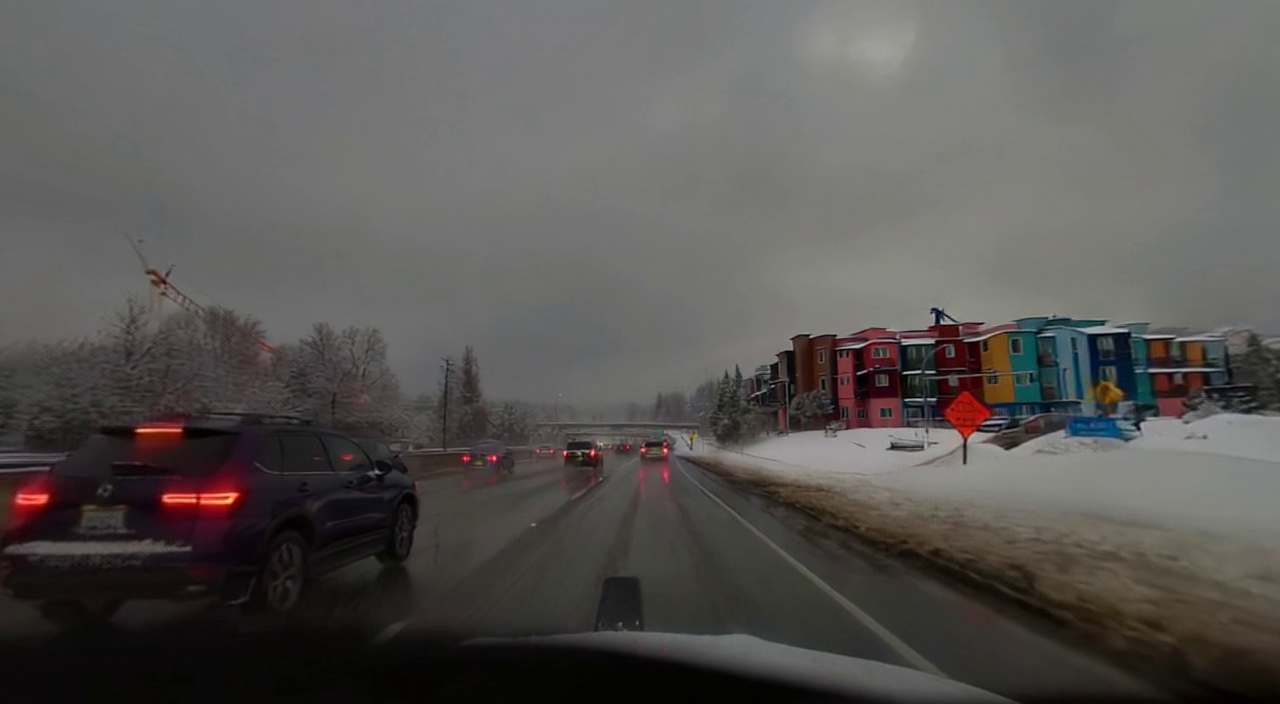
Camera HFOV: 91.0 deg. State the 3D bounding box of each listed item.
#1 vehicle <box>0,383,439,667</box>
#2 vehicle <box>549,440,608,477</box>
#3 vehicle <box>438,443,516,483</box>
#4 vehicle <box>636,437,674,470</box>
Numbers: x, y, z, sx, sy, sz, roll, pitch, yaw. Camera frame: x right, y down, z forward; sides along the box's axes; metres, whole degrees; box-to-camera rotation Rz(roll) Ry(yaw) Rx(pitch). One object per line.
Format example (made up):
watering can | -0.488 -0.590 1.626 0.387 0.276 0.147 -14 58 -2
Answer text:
vehicle | -3.747 1.371 6.106 2.045 1.710 4.382 0 -8 1
vehicle | -2.857 5.087 30.359 2.109 1.657 4.554 0 -9 3
vehicle | -6.754 4.628 26.577 1.959 1.486 4.460 0 -9 2
vehicle | 0.866 5.986 37.313 2.116 1.763 4.352 0 -9 1
